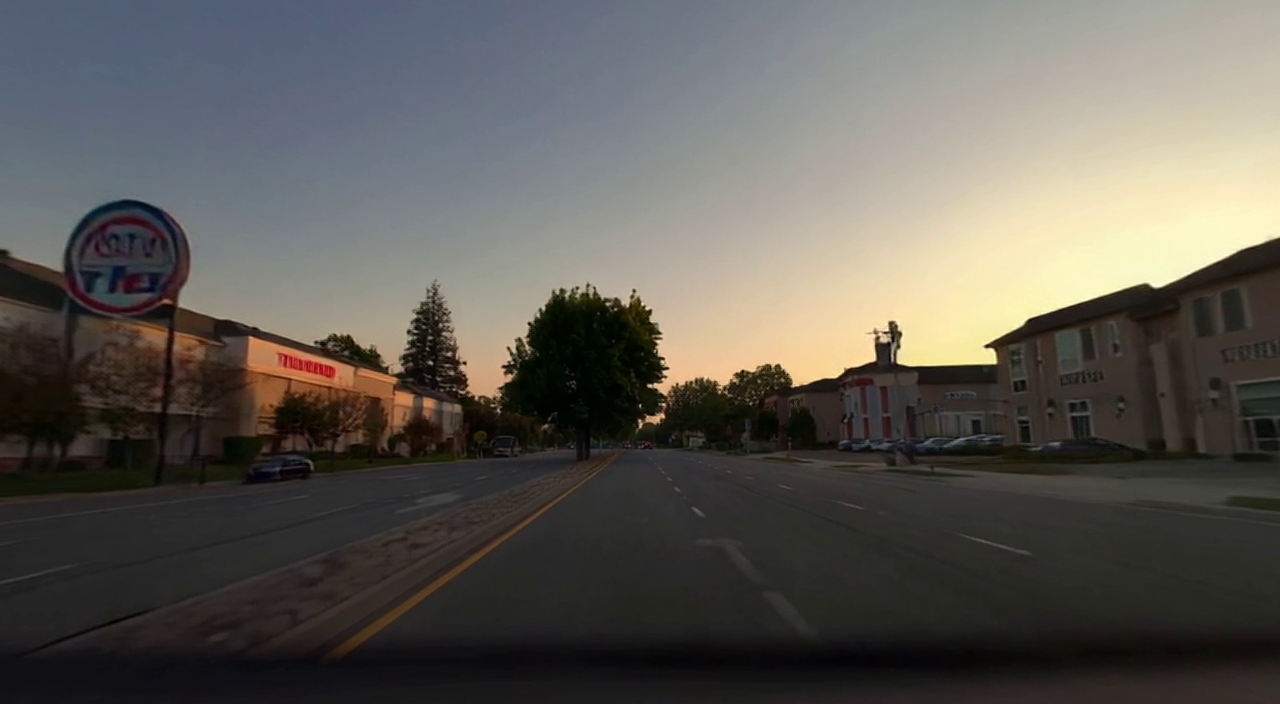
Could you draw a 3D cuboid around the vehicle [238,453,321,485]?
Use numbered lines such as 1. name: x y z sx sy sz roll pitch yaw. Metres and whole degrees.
1. vehicle: -19.304 6.229 34.048 2.018 1.476 4.310 -2 -9 -1
